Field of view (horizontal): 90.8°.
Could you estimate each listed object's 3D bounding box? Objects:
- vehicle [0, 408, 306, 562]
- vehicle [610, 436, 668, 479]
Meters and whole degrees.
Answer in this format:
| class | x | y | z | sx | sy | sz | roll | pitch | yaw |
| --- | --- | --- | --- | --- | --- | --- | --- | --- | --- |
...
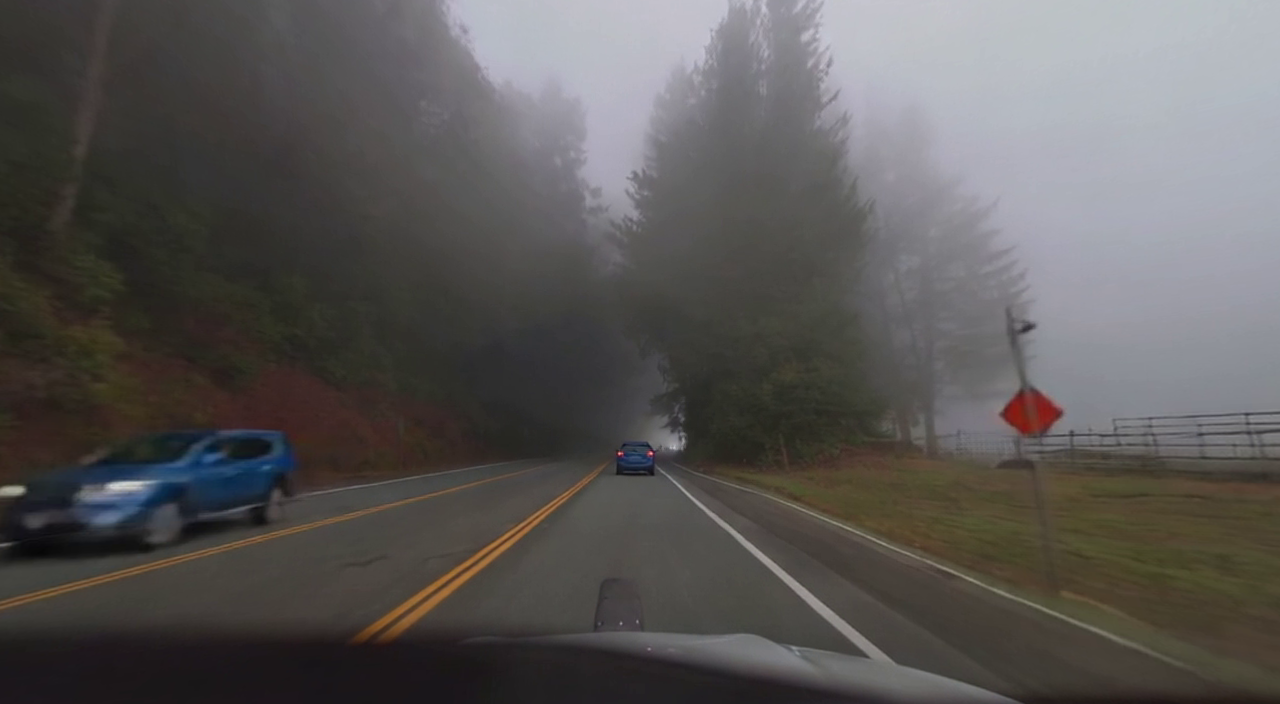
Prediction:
| class | x | y | z | sx | sy | sz | roll | pitch | yaw |
| --- | --- | --- | --- | --- | --- | --- | --- | --- | --- |
| vehicle | -7.269 | 1.860 | 9.410 | 2.185 | 1.713 | 4.365 | 1 | -9 | -1 |
| vehicle | -0.064 | 4.590 | 27.577 | 2.294 | 1.708 | 4.110 | 1 | -9 | -1 |
